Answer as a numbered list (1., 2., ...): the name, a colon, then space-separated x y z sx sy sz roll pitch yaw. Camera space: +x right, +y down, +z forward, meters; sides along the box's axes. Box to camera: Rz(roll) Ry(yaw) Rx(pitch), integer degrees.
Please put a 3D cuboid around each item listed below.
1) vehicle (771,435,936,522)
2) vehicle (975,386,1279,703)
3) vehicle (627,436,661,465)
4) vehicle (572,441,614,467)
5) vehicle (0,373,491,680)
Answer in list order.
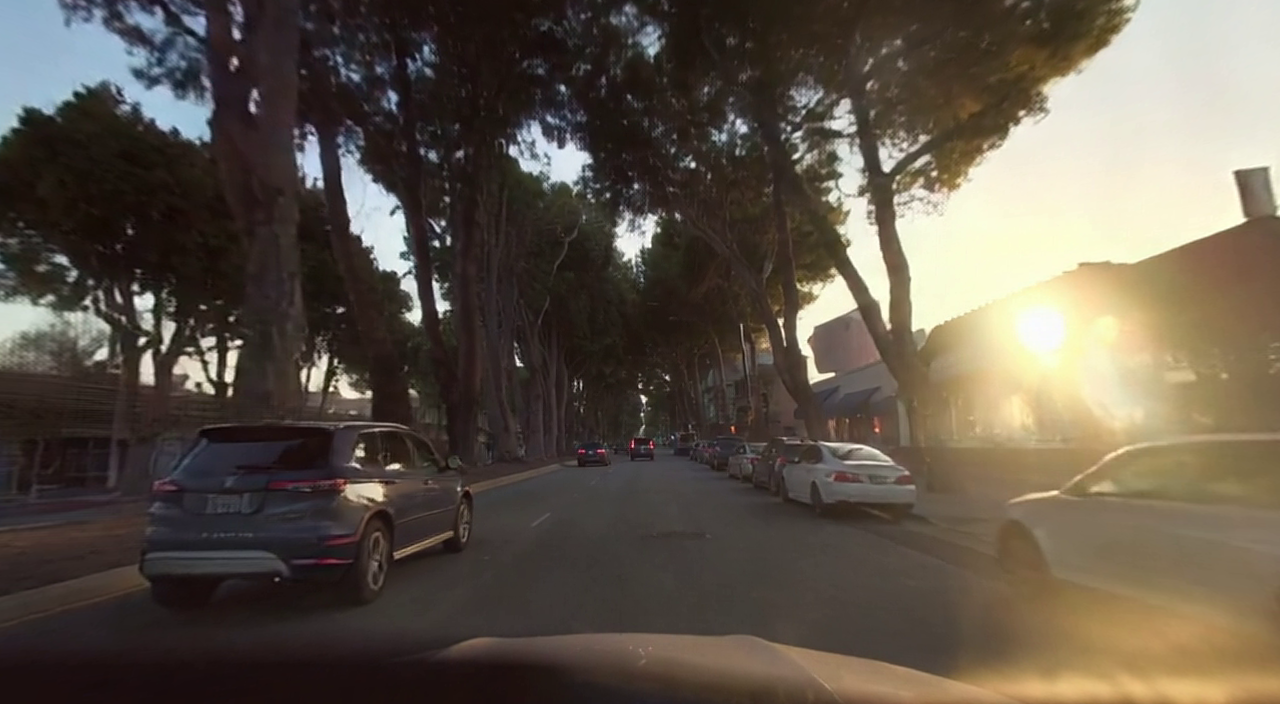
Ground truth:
1. vehicle: 4.181 2.530 13.205 1.887 1.517 4.257 0 -8 -1
2. vehicle: 4.260 1.125 3.965 1.940 1.669 4.142 0 -8 -1
3. vehicle: 0.264 6.399 41.049 2.075 1.770 4.018 0 -8 0
4. vehicle: -2.848 6.265 39.008 2.151 1.484 4.468 0 -8 1
5. vehicle: -3.144 1.317 5.981 2.186 1.708 4.746 0 -8 1
